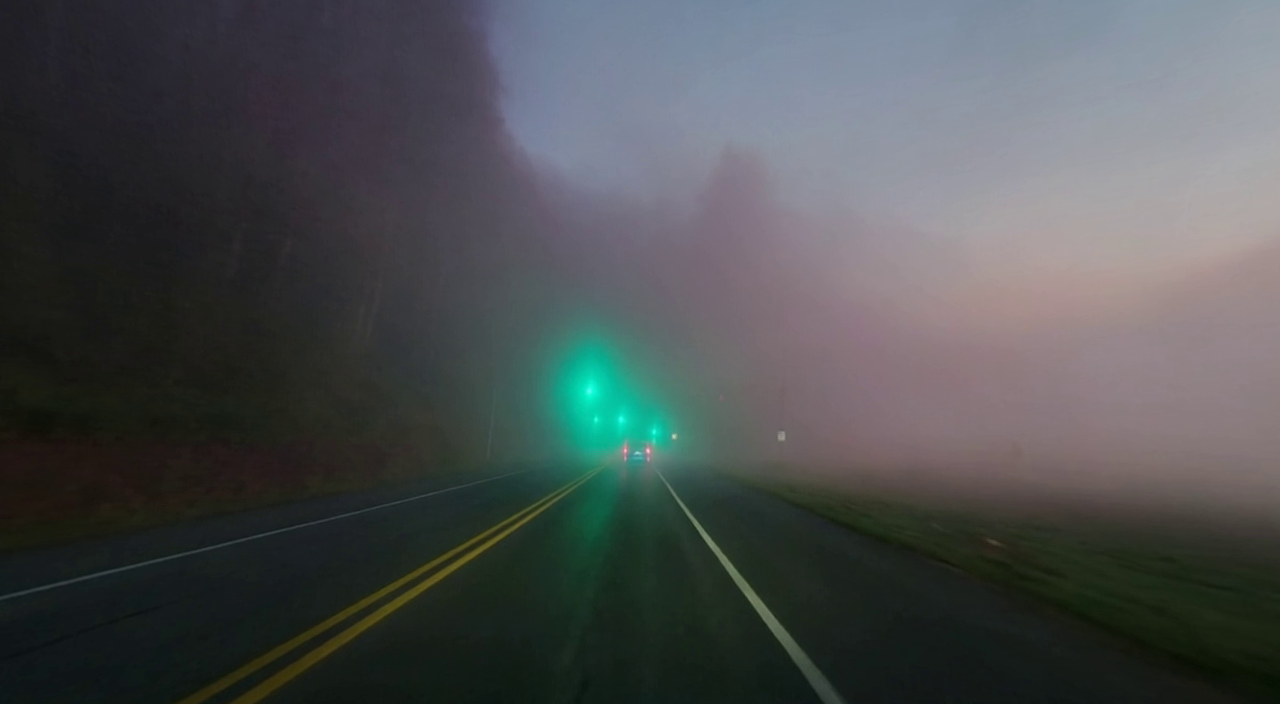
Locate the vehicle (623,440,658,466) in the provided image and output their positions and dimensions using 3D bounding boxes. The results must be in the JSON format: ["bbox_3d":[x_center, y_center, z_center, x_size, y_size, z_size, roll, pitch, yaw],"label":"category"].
[{"bbox_3d":[0.033,6.287,39.483,2.042,1.489,3.963,0,-8,0],"label":"vehicle"}]
